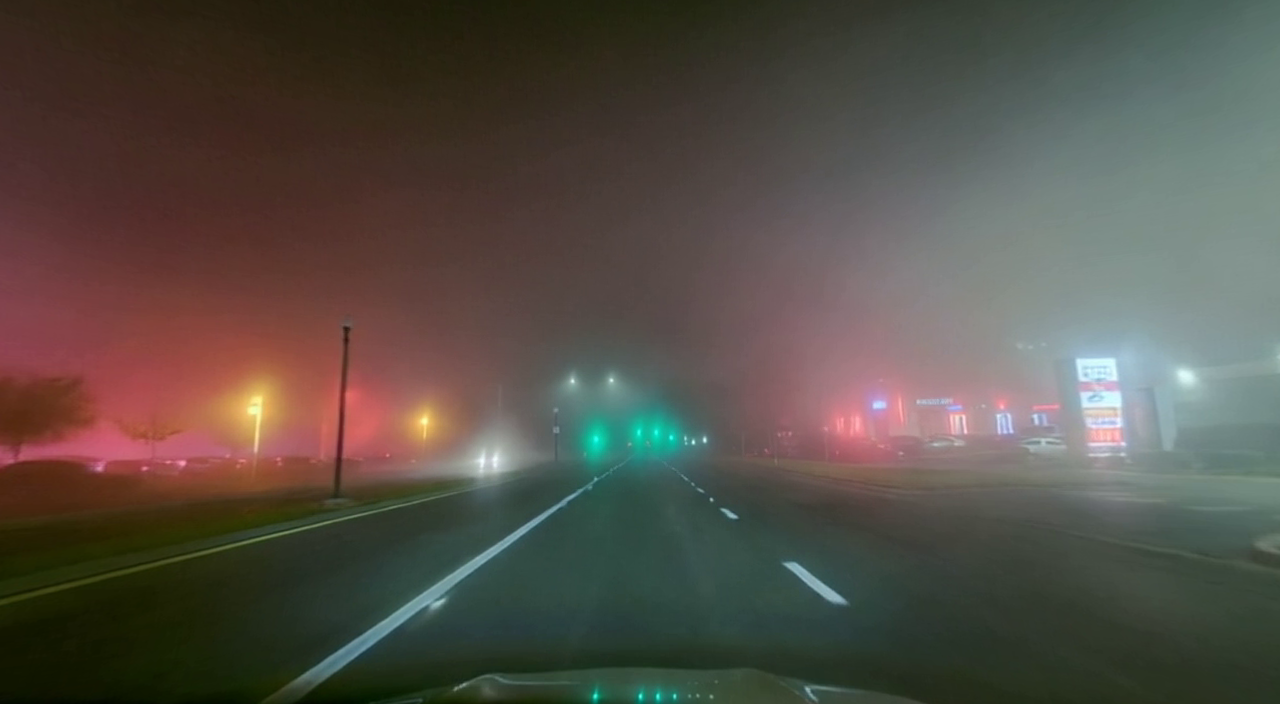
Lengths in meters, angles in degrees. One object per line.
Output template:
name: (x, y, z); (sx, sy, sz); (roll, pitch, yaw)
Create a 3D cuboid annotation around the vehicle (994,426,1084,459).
vehicle: (26.949, 6.174, 42.472); (4.569, 1.929, 2.084); (-2, -10, -3)

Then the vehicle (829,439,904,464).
vehicle: (17.043, 7.496, 47.326); (4.720, 1.769, 2.229); (0, -9, -3)

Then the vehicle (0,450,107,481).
vehicle: (-40.603, 7.808, 43.506); (2.266, 1.915, 5.560); (-1, -8, 3)

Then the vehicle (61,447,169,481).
vehicle: (-35.909, 7.658, 43.210); (2.471, 2.129, 5.492); (-1, -9, 3)
